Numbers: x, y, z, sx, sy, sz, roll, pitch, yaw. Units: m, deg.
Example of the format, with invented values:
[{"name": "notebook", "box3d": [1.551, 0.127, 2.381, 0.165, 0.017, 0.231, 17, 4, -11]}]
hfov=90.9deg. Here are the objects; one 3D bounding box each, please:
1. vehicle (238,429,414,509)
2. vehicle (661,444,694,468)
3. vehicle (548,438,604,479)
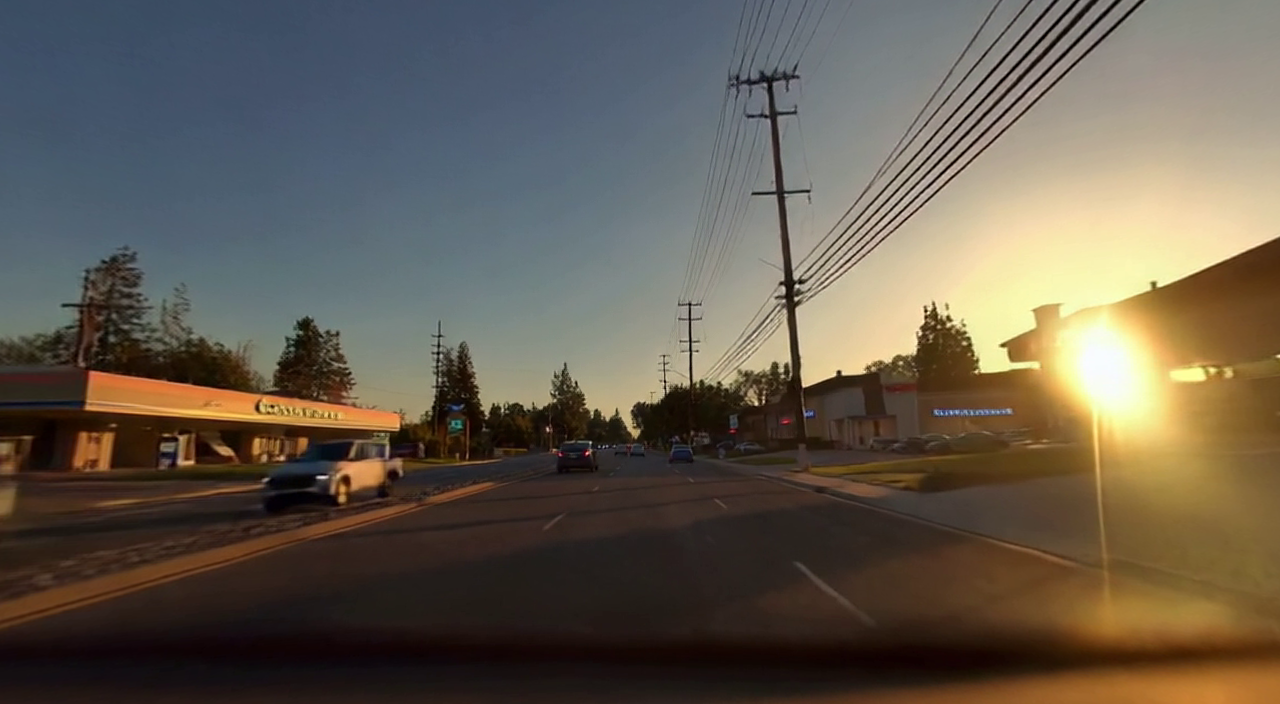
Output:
[{"name": "vehicle", "box3d": [-7.961, 3.004, 16.698, 2.009, 1.773, 4.925, 0, -9, 1]}, {"name": "vehicle", "box3d": [2.334, 6.570, 39.940, 1.978, 1.455, 4.195, -1, -9, 2]}, {"name": "vehicle", "box3d": [-2.751, 4.684, 28.012, 2.047, 1.664, 4.148, 0, -9, 0]}]
